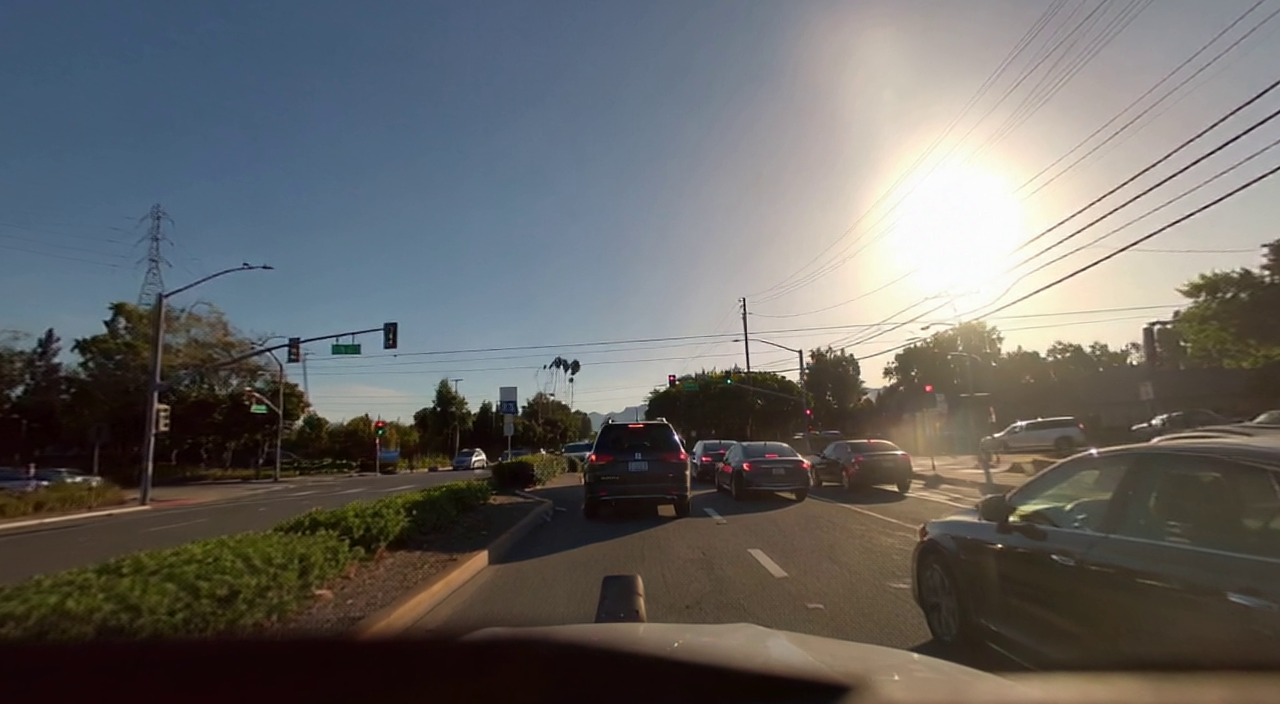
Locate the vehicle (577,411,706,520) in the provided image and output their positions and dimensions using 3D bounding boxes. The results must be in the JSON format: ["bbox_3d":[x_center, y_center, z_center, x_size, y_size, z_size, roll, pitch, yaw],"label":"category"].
[{"bbox_3d":[0.008,2.334,13.424,2.236,1.856,4.816,0,-9,0],"label":"vehicle"}]

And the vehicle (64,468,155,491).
[{"bbox_3d":[-37.897,9.115,45.242,4.569,1.505,1.992,1,-9,-5],"label":"vehicle"}]

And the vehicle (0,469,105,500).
[{"bbox_3d":[-33.260,7.411,35.443,4.550,1.601,1.766,1,-9,-7],"label":"vehicle"}]

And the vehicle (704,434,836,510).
[{"bbox_3d":[2.790,2.694,14.663,2.025,1.477,4.333,0,-9,-1],"label":"vehicle"}]

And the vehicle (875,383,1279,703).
[{"bbox_3d":[2.770,0.932,2.500,2.004,1.460,4.297,0,-9,0],"label":"vehicle"}]
